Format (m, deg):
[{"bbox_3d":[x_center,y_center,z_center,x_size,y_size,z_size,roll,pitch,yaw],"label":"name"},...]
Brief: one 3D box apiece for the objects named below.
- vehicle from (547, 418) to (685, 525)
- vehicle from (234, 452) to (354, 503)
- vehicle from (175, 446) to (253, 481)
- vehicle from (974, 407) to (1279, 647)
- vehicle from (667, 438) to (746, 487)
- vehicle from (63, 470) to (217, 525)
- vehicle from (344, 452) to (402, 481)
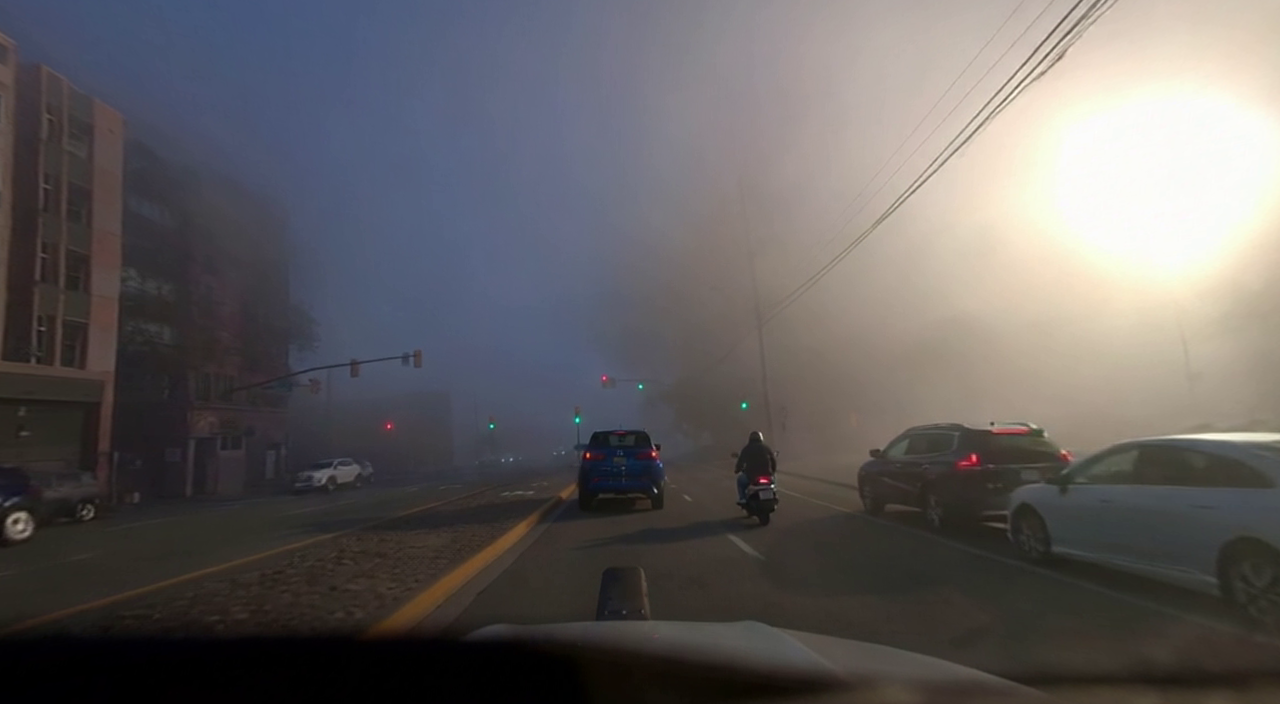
[{"bbox_3d":[-0.420,2.289,12.577,2.265,1.748,4.130,0,-9,-1],"label":"vehicle"},{"bbox_3d":[-14.296,5.158,26.525,2.142,1.826,5.471,0,-9,-3],"label":"vehicle"},{"bbox_3d":[-33.308,8.754,49.386,4.576,2.249,2.096,-5,-10,-2],"label":"vehicle"},{"bbox_3d":[5.118,1.320,5.335,2.012,1.532,4.565,0,-9,-1],"label":"vehicle"},{"bbox_3d":[2.145,3.754,21.730,2.101,1.507,4.355,0,-9,-2],"label":"vehicle"},{"bbox_3d":[-17.848,5.168,22.868,2.038,1.607,4.348,0,-9,-1],"label":"vehicle"},{"bbox_3d":[-19.411,8.331,46.051,2.134,1.915,5.317,1,-9,-3],"label":"vehicle"}]
